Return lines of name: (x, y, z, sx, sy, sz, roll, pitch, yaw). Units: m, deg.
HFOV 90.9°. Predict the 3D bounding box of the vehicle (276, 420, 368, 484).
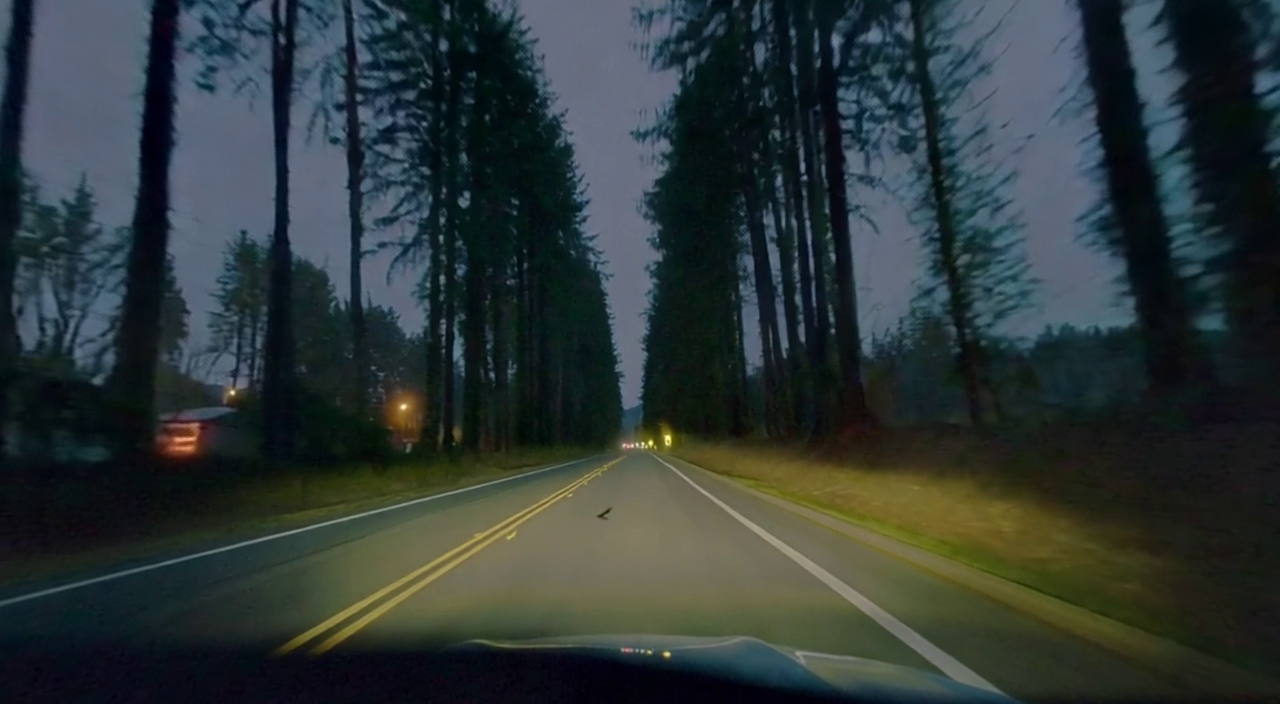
vehicle: (-23.213, 7.364, 46.590, 3.118, 4.309, 6.820, 0, -8, 0)
